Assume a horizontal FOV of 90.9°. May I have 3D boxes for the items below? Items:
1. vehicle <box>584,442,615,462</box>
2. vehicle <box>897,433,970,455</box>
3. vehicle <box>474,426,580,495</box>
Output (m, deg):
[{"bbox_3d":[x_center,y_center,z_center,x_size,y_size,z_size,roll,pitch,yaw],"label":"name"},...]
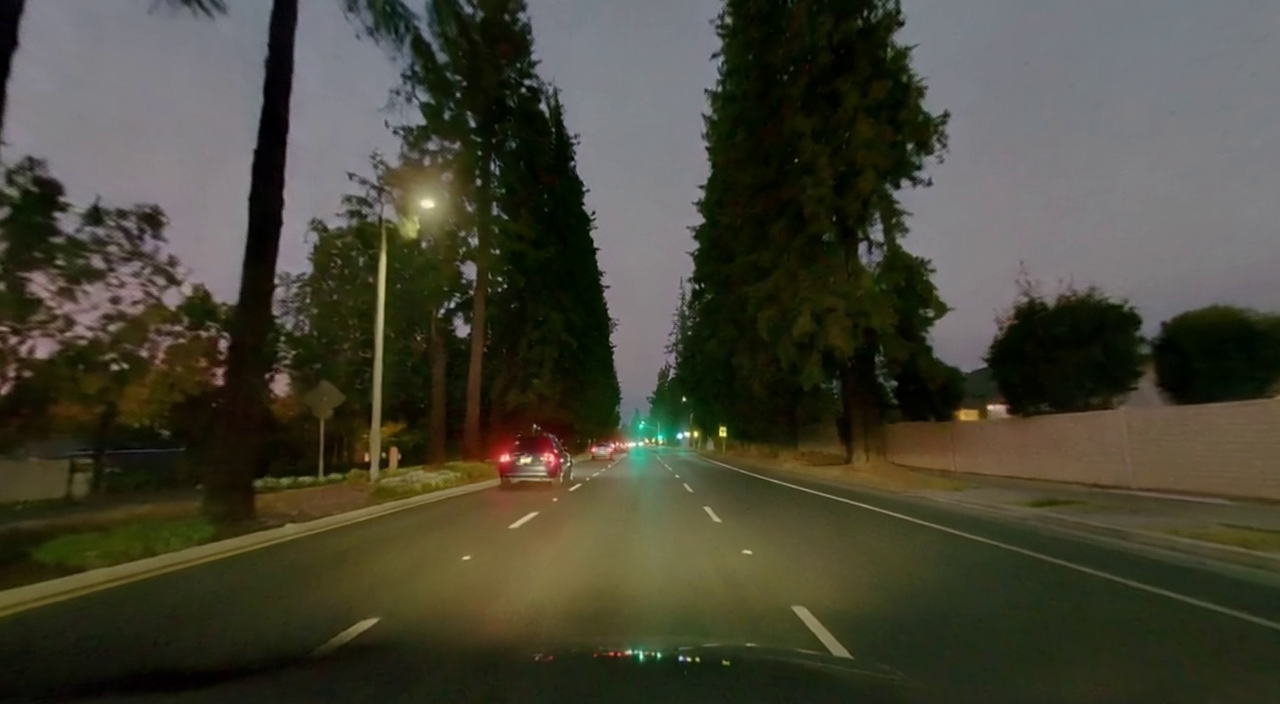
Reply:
[{"bbox_3d":[-3.039,7.660,48.435,2.021,1.466,4.330,0,-9,1],"label":"vehicle"},{"bbox_3d":[21.053,6.626,45.364,4.288,1.450,1.892,-1,-9,2],"label":"vehicle"},{"bbox_3d":[-2.999,3.023,17.842,2.058,1.671,4.704,0,-9,1],"label":"vehicle"}]
